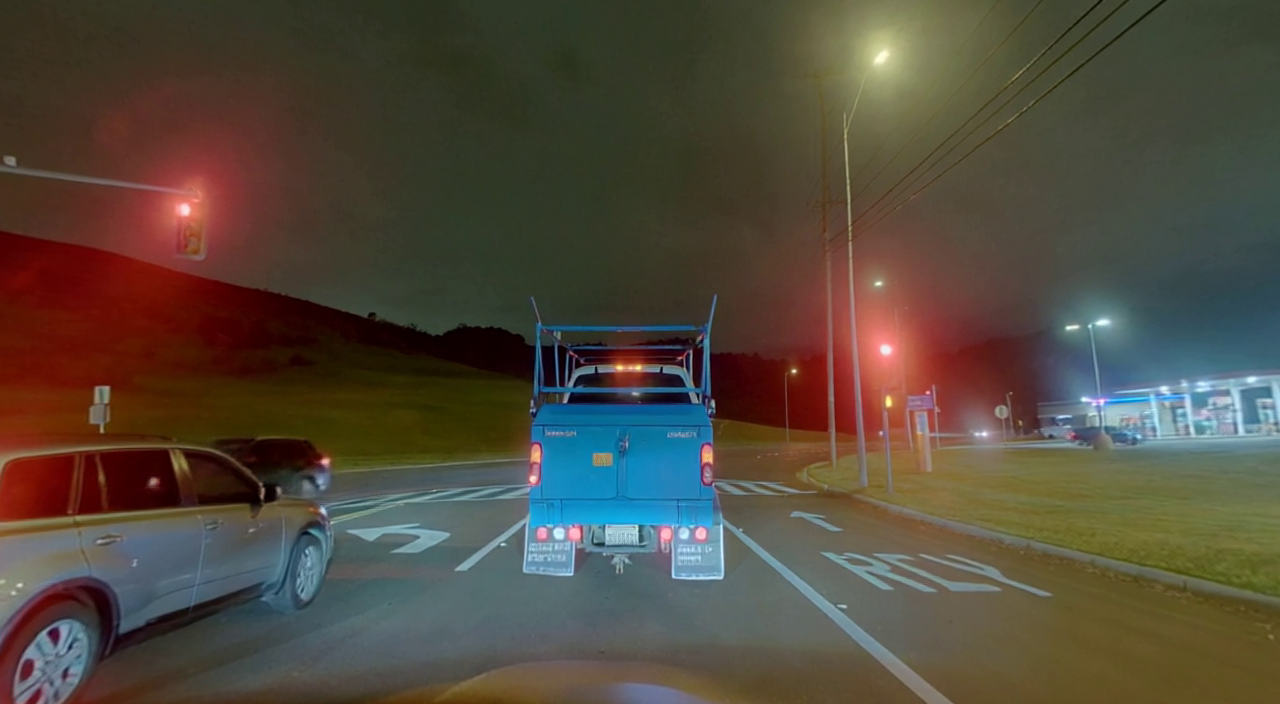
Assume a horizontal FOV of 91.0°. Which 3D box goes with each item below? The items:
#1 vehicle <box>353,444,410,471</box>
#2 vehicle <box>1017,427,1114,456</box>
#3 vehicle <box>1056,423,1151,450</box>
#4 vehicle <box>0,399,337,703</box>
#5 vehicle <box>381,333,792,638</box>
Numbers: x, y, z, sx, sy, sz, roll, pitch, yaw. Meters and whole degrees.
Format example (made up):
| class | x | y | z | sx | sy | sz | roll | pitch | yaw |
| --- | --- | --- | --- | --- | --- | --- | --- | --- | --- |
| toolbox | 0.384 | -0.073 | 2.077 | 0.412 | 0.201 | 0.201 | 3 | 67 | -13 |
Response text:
| class | x | y | z | sx | sy | sz | roll | pitch | yaw |
| --- | --- | --- | --- | --- | --- | --- | --- | --- | --- |
| vehicle | -17.121 | 7.012 | 41.914 | 2.133 | 1.690 | 4.331 | 0 | -9 | -3 |
| vehicle | 25.563 | 5.392 | 37.927 | 4.419 | 1.496 | 1.854 | -2 | -9 | 1 |
| vehicle | 32.746 | 5.999 | 44.541 | 5.021 | 1.757 | 2.012 | -8 | -12 | 44 |
| vehicle | -3.964 | 1.188 | 3.981 | 2.017 | 1.555 | 4.150 | -1 | -9 | 0 |
| vehicle | -0.426 | 1.322 | 7.208 | 2.859 | 2.144 | 5.406 | 0 | -9 | -1 |
